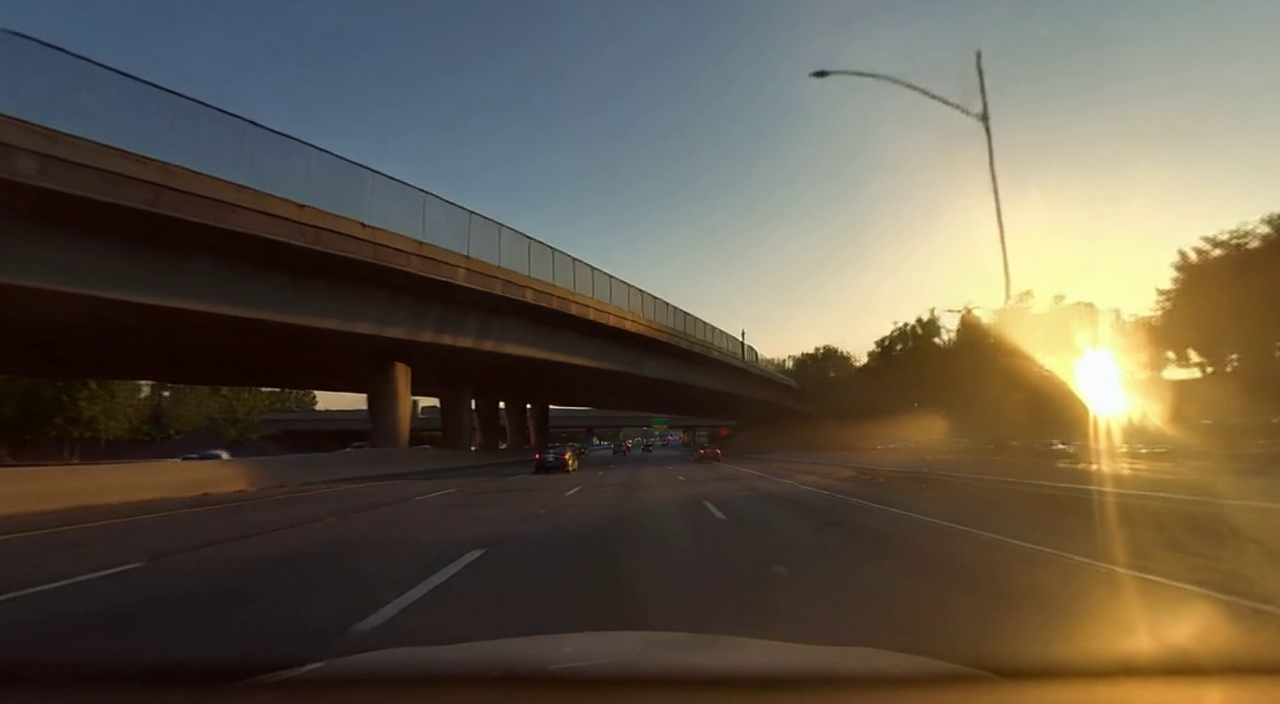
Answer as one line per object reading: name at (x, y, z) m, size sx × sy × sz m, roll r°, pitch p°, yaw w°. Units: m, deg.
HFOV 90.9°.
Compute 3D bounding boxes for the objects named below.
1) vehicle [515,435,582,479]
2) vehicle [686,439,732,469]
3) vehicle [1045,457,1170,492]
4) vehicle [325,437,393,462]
vehicle at (-3.875, 4.532, 27.542) m, size 2.196 × 1.733 × 4.355 m, roll 0°, pitch -8°, yaw 1°
vehicle at (4.065, 6.117, 38.006) m, size 2.229 × 1.704 × 4.392 m, roll 0°, pitch -8°, yaw 0°
vehicle at (21.706, 5.648, 29.323) m, size 4.578 × 1.468 × 2.021 m, roll 2°, pitch -9°, yaw -12°
vehicle at (-20.680, 7.215, 46.693) m, size 2.244 × 1.684 × 5.795 m, roll 0°, pitch -8°, yaw 1°
